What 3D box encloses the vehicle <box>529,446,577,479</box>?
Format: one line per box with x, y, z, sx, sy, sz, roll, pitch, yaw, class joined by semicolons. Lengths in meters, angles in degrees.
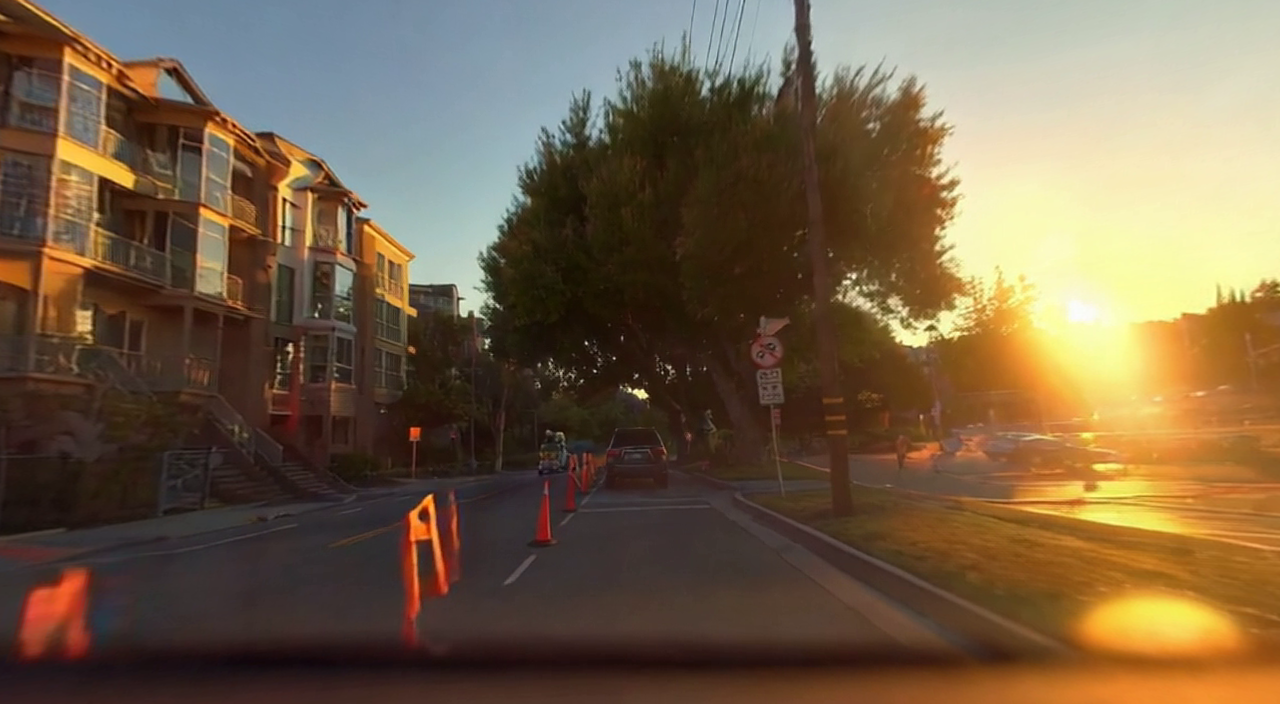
-6.040;7.753;44.629;2.502;2.163;5.833;0;-9;0;vehicle

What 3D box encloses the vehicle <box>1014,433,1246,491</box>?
13.165;3.000;17.305;4.567;1.448;1.890;-1;-9;8;vehicle

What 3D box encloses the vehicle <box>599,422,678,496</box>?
-0.063;3.366;20.088;2.169;2.015;5.206;0;-9;-1;vehicle
